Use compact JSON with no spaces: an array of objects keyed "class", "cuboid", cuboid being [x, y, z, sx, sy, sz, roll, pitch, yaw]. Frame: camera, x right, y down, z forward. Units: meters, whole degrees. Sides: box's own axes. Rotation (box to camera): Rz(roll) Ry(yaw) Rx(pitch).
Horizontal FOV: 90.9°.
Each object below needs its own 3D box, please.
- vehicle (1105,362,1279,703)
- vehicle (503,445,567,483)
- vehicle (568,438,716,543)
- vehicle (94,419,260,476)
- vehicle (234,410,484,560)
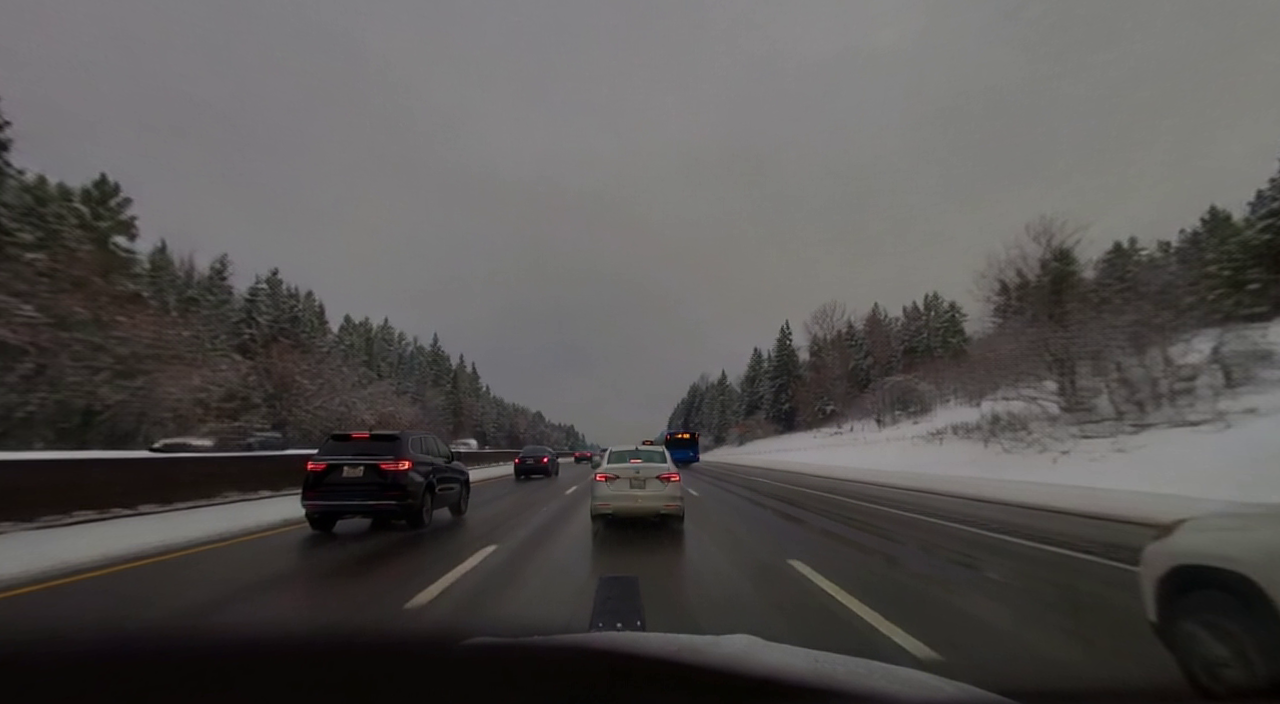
[{"class":"vehicle","cuboid":[3.741,0.705,1.474,1.996,1.688,4.207,0,-9,-1]},{"class":"vehicle","cuboid":[-4.427,4.786,27.143,2.122,1.491,3.800,0,-9,-1]},{"class":"vehicle","cuboid":[-0.035,2.316,11.177,2.120,1.478,4.179,0,-9,-2]},{"class":"vehicle","cuboid":[-13.267,2.794,18.436,1.780,1.470,4.118,0,-9,-2]},{"class":"vehicle","cuboid":[-3.756,1.856,9.398,1.830,1.703,4.142,0,-9,-1]}]
